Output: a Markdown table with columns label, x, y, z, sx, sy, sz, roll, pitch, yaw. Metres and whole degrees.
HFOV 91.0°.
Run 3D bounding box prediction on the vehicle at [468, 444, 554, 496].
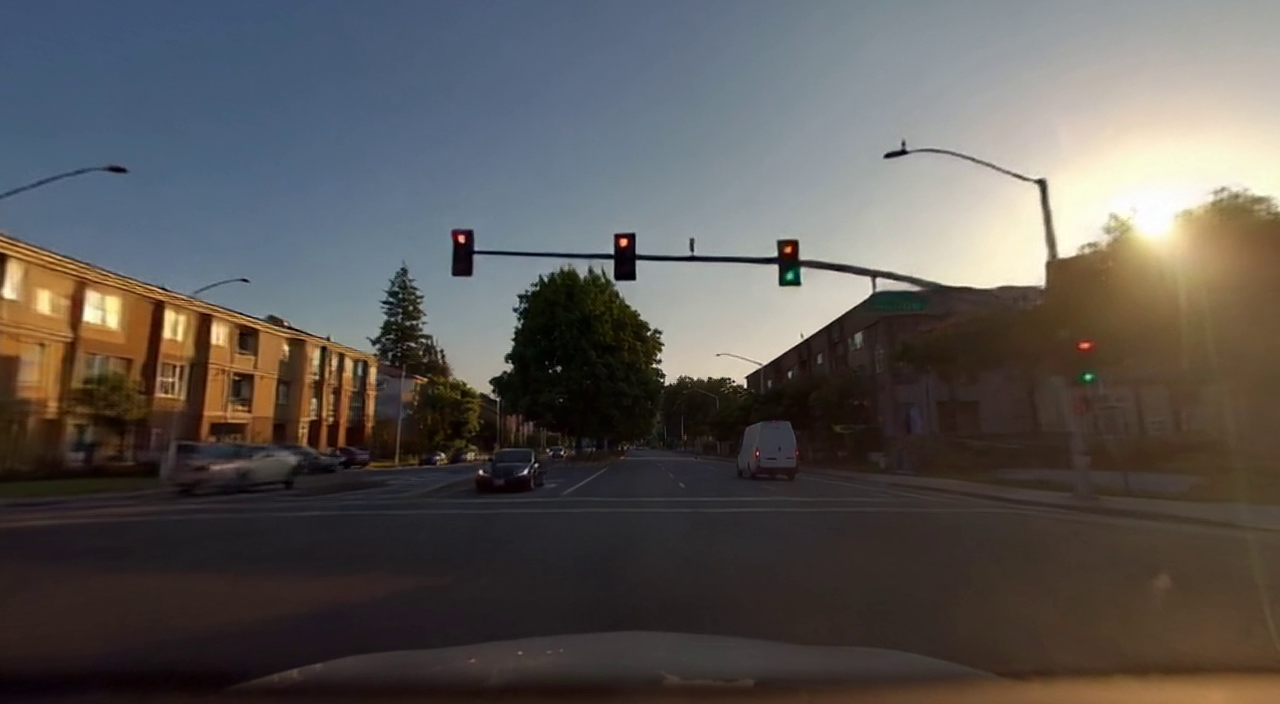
| label | x | y | z | sx | sy | sz | roll | pitch | yaw |
| --- | --- | --- | --- | --- | --- | --- | --- | --- | --- |
| vehicle | -4.262 | 3.937 | 21.523 | 2.003 | 1.539 | 4.396 | -1 | -8 | 1 |

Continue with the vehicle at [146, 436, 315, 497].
| label | x | y | z | sx | sy | sz | roll | pitch | yaw |
| --- | --- | --- | --- | --- | --- | --- | --- | --- | --- |
| vehicle | -14.867 | 4.173 | 23.474 | 2.292 | 1.955 | 5.882 | 0 | -9 | 0 |

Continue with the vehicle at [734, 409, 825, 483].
| label | x | y | z | sx | sy | sz | roll | pitch | yaw |
| --- | --- | --- | --- | --- | --- | --- | --- | --- | --- |
| vehicle | 6.728 | 4.725 | 31.594 | 2.802 | 3.208 | 7.459 | 0 | -9 | 0 |
